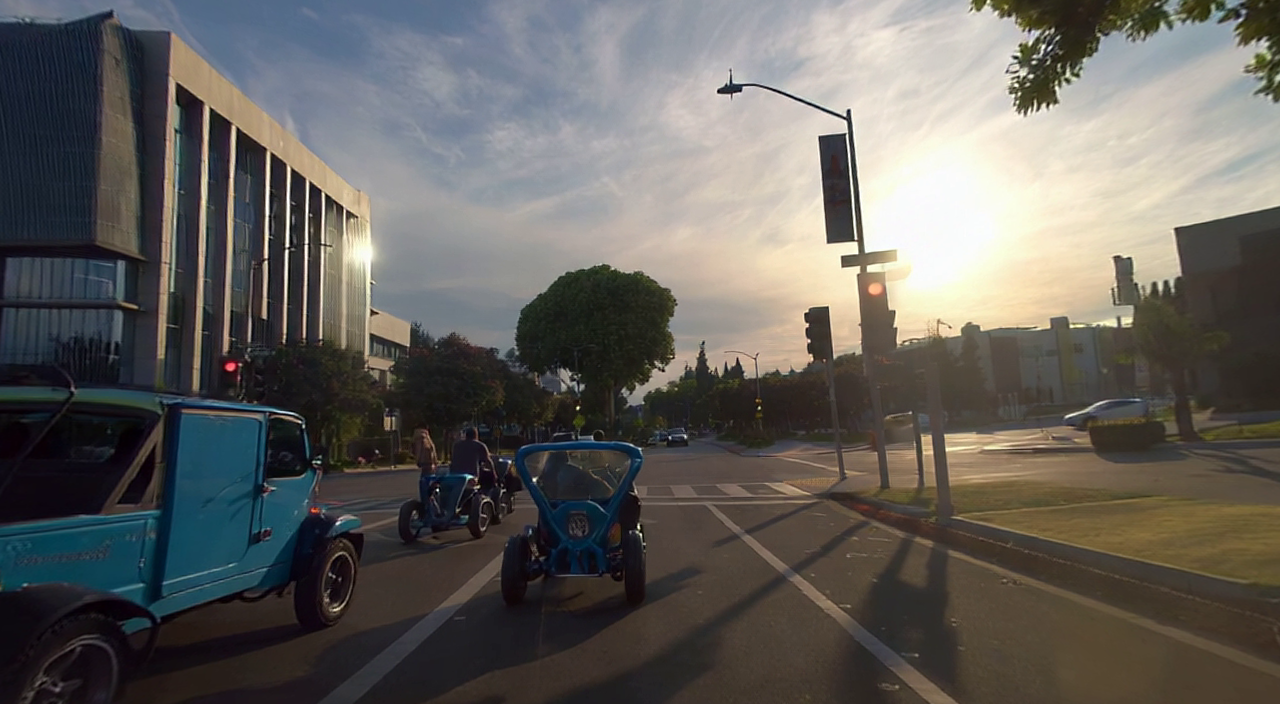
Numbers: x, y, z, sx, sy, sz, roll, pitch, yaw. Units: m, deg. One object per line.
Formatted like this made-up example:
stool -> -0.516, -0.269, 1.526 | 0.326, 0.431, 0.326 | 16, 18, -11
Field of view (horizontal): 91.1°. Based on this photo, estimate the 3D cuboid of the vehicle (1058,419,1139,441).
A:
vehicle -> 30.718, 5.273, 42.110 | 1.751, 1.420, 4.027 | 8, -12, -43

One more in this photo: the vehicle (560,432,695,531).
vehicle -> -0.155, 2.258, 11.544 | 2.025, 1.458, 4.085 | 0, -8, 1

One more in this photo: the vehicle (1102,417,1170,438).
vehicle -> 36.764, 5.603, 46.571 | 1.625, 1.449, 3.557 | 6, -11, -38

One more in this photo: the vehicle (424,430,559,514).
vehicle -> -3.178, 2.658, 14.376 | 1.935, 1.615, 4.073 | -1, -8, 2

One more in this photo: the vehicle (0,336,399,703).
vehicle -> -3.609, 1.130, 4.454 | 2.000, 1.809, 4.405 | 0, -8, 0
